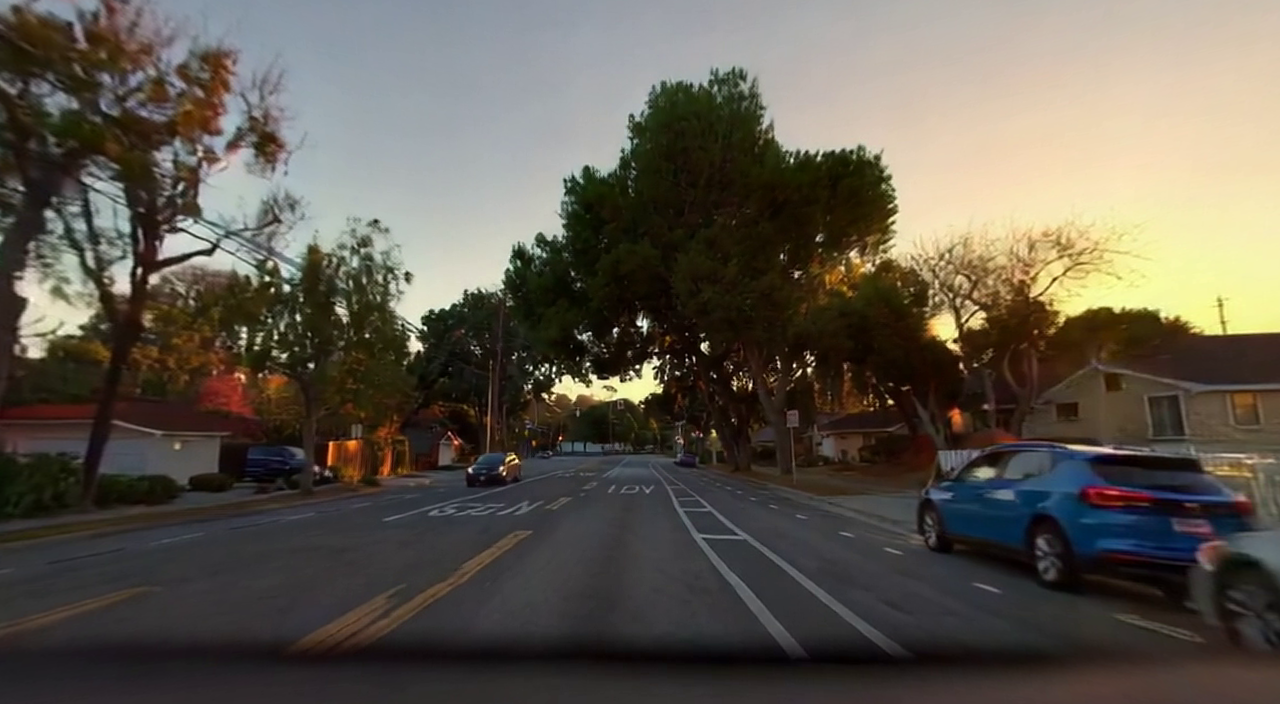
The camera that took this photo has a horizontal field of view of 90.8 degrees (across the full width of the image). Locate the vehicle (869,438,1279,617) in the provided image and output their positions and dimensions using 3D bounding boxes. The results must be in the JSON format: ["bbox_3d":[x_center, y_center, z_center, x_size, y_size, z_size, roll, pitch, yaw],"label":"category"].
[{"bbox_3d":[5.076,1.978,8.240,2.349,1.632,4.594,0,-9,-1],"label":"vehicle"}]

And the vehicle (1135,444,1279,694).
[{"bbox_3d":[5.124,1.259,3.095,1.891,1.611,4.269,0,-9,0],"label":"vehicle"}]

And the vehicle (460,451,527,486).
[{"bbox_3d":[-6.832,5.464,30.058,2.057,1.495,4.592,0,-9,1],"label":"vehicle"}]

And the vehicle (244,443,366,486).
[{"bbox_3d":[-16.530,5.538,31.429,5.125,1.941,2.086,4,-10,-27],"label":"vehicle"}]
